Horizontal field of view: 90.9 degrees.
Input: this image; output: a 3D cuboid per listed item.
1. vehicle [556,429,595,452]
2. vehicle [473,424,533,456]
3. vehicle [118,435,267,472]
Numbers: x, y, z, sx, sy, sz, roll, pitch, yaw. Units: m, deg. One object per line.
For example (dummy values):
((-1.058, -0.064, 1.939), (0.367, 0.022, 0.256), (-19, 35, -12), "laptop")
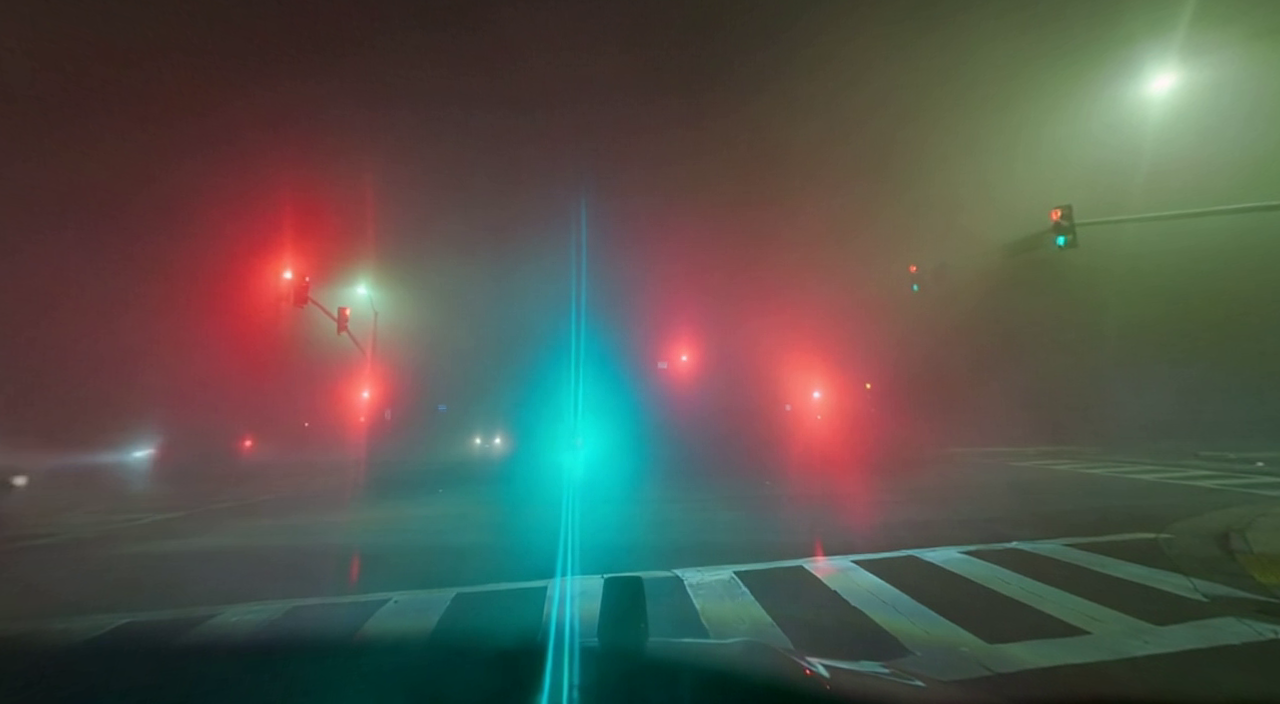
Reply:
((-4.391, 6.171, 43.772), (1.919, 1.467, 4.086), (-1, -9, 5), "vehicle")
((-8.491, 5.552, 39.614), (2.000, 1.864, 5.044), (-1, -9, 9), "vehicle")
((-18.263, 4.153, 25.945), (4.510, 1.431, 1.884), (1, -9, -10), "vehicle")
